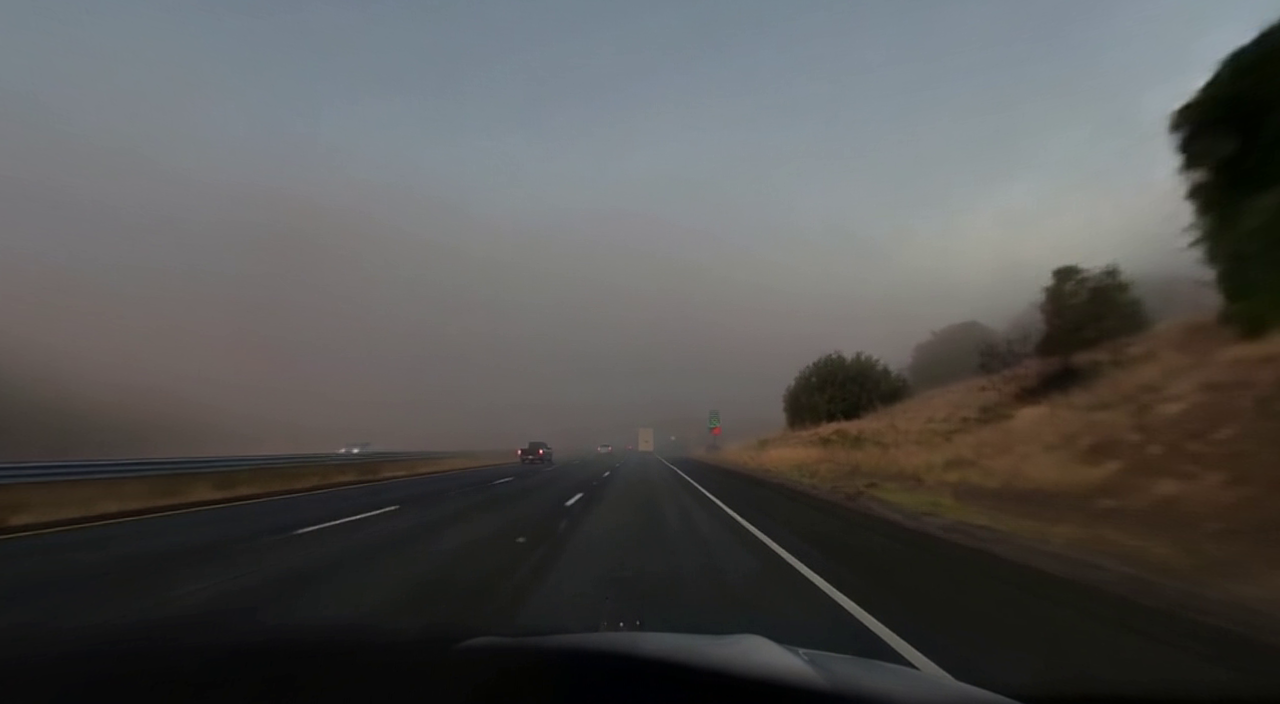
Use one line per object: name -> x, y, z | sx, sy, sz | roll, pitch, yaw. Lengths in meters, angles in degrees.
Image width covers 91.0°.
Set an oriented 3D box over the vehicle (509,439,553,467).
vehicle -> -7.052, 6.602, 41.332 | 2.070, 1.738, 4.733 | 0, -8, 0
